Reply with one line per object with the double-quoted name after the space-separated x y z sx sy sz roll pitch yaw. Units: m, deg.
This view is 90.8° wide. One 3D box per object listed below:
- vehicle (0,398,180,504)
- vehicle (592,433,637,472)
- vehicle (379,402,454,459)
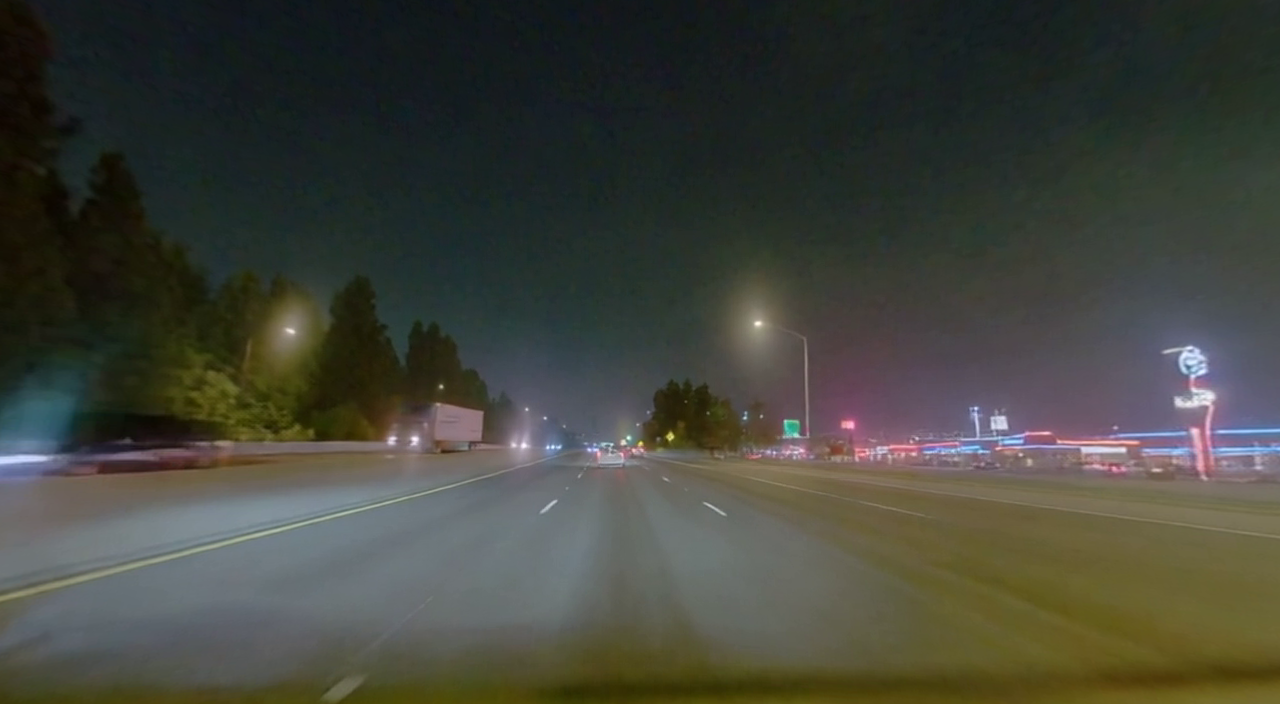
-11.424 1.832 11.783 2.089 1.685 4.849 0 -9 -1 "vehicle"
-1.363 5.262 33.095 2.155 1.856 4.796 1 -9 -3 "vehicle"
-17.036 6.162 48.854 3.062 4.003 8.152 1 -9 -2 "vehicle"
